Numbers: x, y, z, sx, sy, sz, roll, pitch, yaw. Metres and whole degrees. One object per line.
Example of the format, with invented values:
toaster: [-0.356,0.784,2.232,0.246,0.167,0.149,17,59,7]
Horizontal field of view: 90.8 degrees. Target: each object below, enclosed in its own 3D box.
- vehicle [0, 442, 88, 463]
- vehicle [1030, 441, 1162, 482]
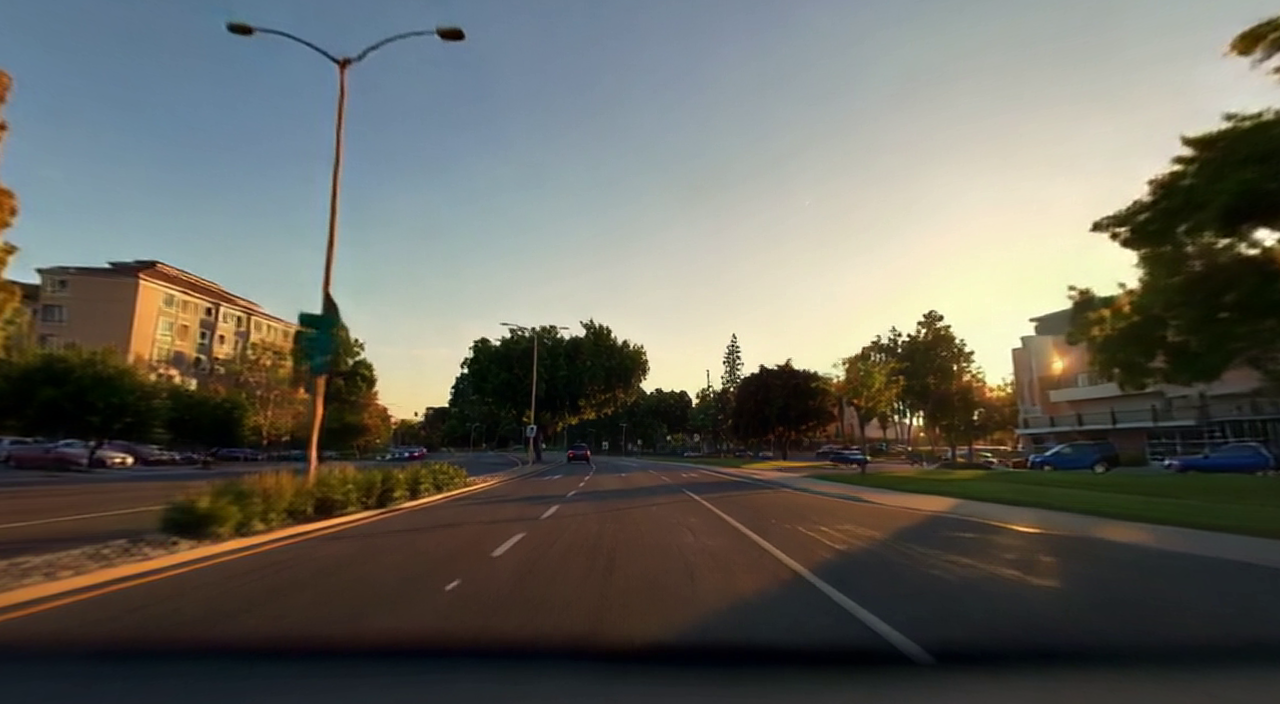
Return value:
vehicle: [-38.627,6.484,40.695,4.162,1.246,1.739,3,-9,-23]
vehicle: [31.771,7.608,44.412,2.649,2.623,6.928,6,-10,-26]
